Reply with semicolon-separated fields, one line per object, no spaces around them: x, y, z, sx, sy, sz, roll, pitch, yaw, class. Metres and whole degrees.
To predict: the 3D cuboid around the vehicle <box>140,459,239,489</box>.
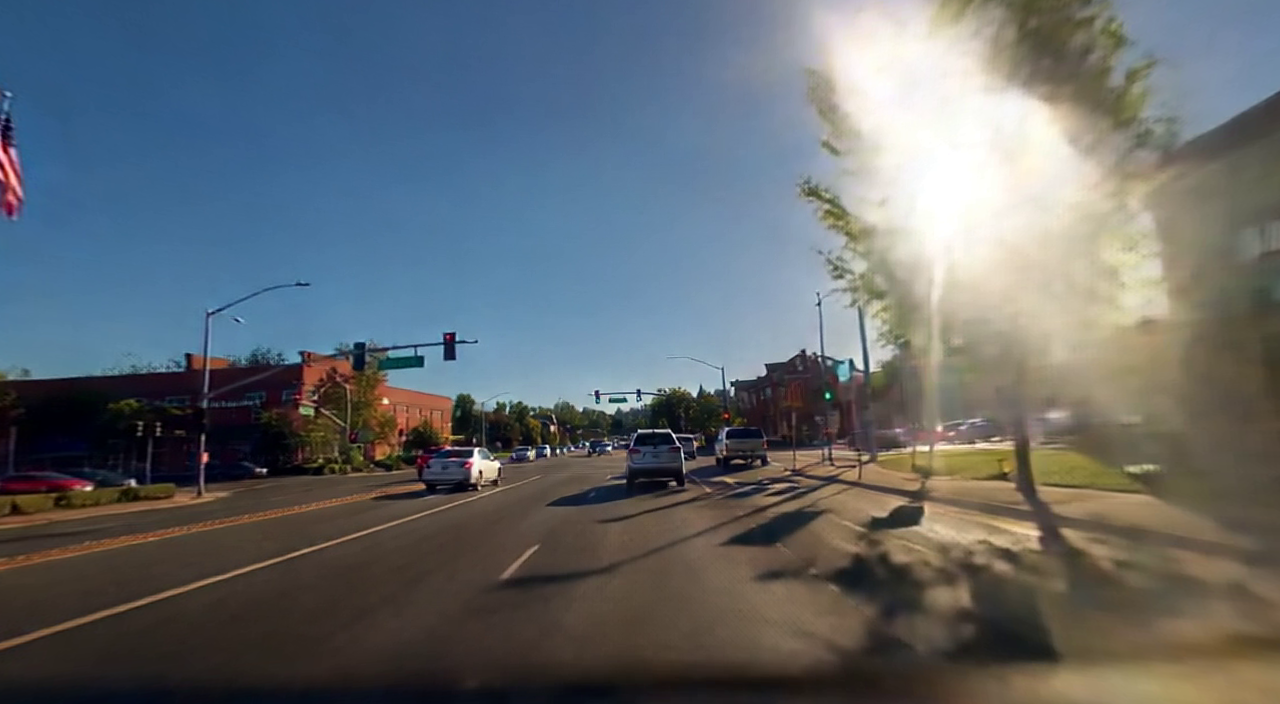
-29.707;8.037;41.695;4.890;1.806;2.205;0;-8;2;vehicle

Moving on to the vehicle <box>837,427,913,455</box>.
15.331;5.813;41.186;4.386;1.760;2.228;4;-9;-29;vehicle

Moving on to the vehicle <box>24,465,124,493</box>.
-37.698;8.428;42.064;4.839;1.742;1.993;-1;-8;4;vehicle

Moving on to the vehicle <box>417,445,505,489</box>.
-6.535;4.223;23.630;1.966;1.461;4.422;0;-8;0;vehicle

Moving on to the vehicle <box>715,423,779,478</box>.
4.677;4.294;27.727;2.452;2.148;5.877;-1;-8;9;vehicle

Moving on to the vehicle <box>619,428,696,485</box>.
0.565;3.803;23.272;2.513;1.854;5.235;0;-8;0;vehicle
